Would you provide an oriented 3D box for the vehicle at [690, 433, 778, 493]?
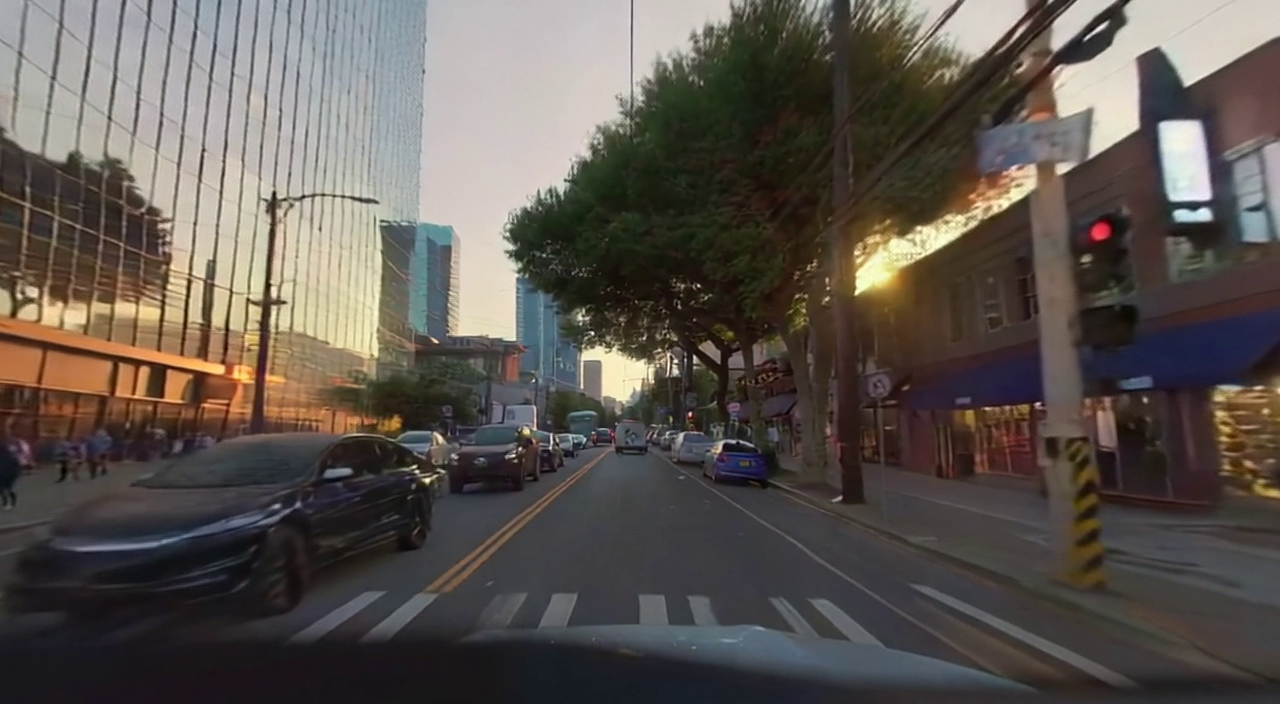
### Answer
[{"bbox_3d":[2.754,3.365,19.544,1.934,1.633,4.271,0,-8,-2],"label":"vehicle"}]

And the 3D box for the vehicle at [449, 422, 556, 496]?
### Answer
[{"bbox_3d":[-3.553,2.853,17.178,1.983,1.727,4.294,0,-8,-1],"label":"vehicle"}]

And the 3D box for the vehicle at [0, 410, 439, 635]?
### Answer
[{"bbox_3d":[-3.992,1.513,6.605,1.990,1.568,3.885,-2,-9,10],"label":"vehicle"}]

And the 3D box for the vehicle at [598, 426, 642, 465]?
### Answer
[{"bbox_3d":[-1.055,4.939,33.295,2.127,1.893,4.194,0,-8,-2],"label":"vehicle"}]
